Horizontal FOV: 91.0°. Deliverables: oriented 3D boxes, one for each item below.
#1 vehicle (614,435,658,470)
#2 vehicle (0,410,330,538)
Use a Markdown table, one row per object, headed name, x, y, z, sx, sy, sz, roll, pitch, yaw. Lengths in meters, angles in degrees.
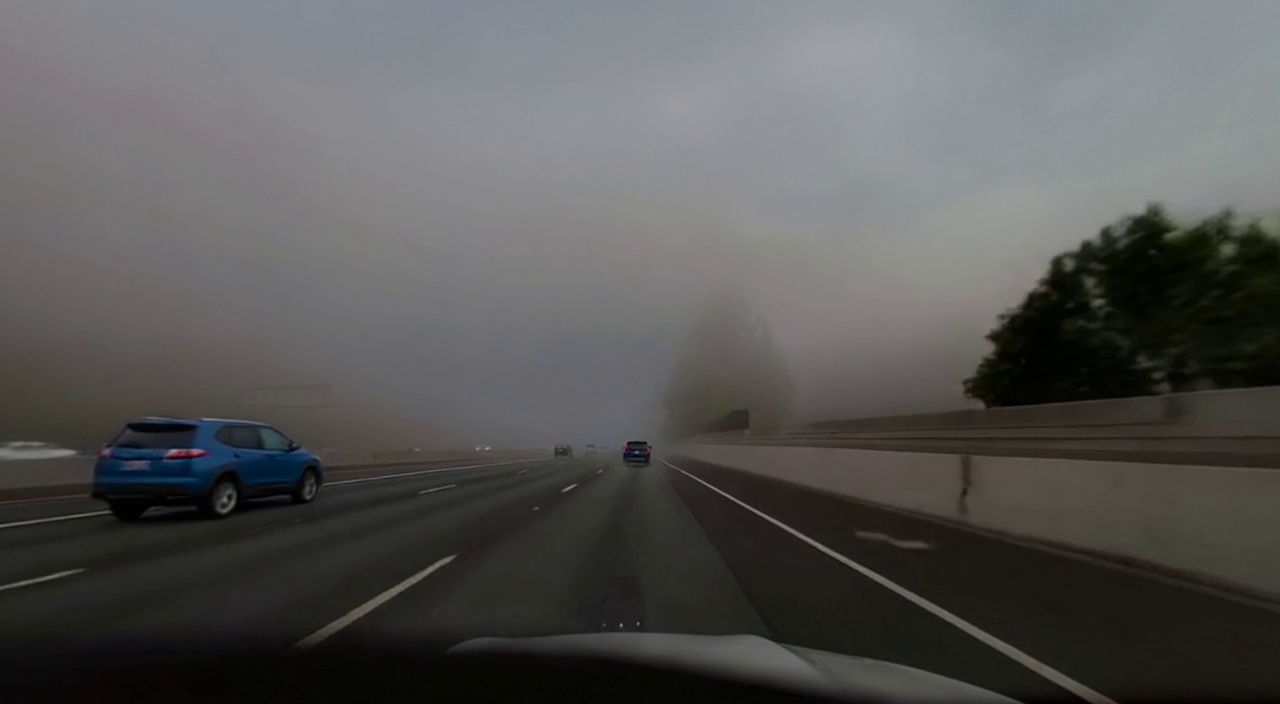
| name | x | y | z | sx | sy | sz | roll | pitch | yaw |
| --- | --- | --- | --- | --- | --- | --- | --- | --- | --- |
| vehicle | -0.145 | 5.196 | 32.705 | 2.141 | 1.706 | 4.065 | 0 | -8 | 1 |
| vehicle | -7.616 | 1.996 | 10.882 | 2.166 | 1.705 | 4.433 | 0 | -8 | 1 |
